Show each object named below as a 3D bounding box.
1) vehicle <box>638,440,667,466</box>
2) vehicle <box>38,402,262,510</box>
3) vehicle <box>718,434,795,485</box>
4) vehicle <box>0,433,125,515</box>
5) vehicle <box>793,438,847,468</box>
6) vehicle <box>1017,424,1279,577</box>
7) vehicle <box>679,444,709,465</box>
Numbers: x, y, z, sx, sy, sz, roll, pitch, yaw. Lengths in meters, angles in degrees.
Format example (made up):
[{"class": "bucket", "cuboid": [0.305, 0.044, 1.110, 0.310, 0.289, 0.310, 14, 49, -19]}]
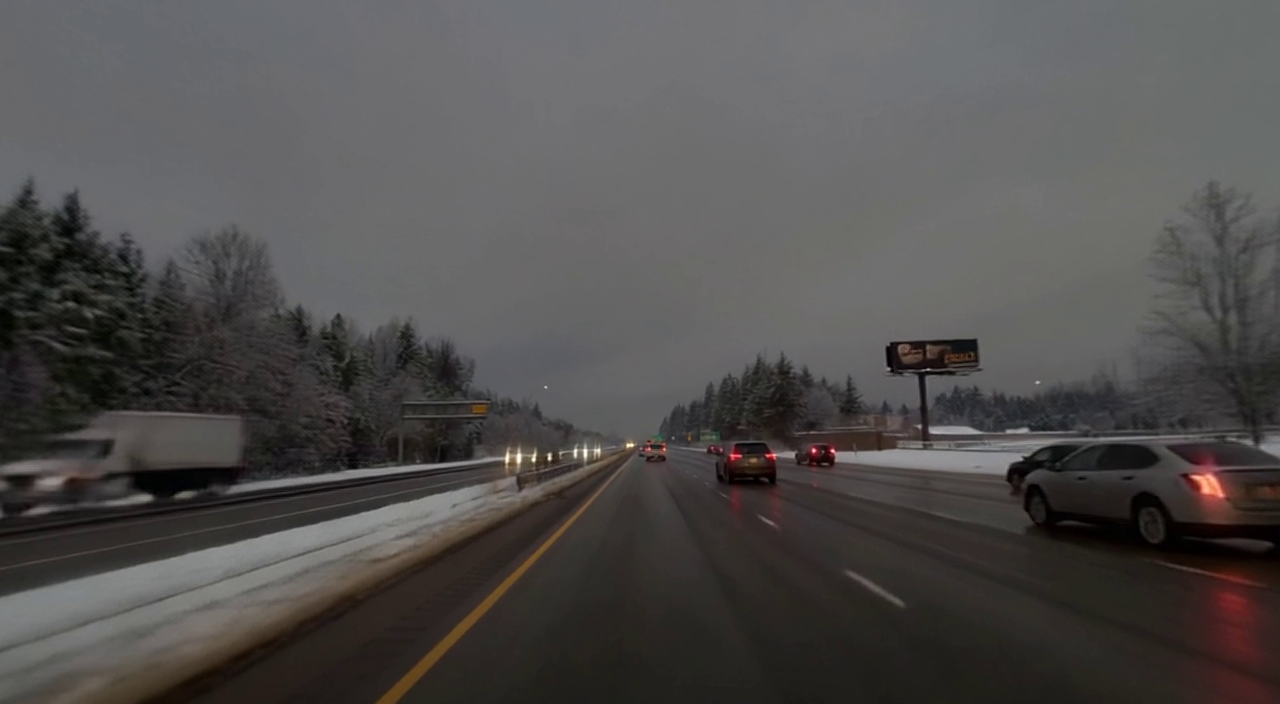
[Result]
[{"class": "vehicle", "cuboid": [0.899, 7.643, 47.815, 2.145, 1.832, 4.004, 0, -8, 0]}, {"class": "vehicle", "cuboid": [-20.930, 4.497, 27.961, 2.949, 3.979, 8.564, 0, -8, 0]}, {"class": "vehicle", "cuboid": [4.529, 4.233, 25.220, 2.075, 1.845, 4.667, 0, -8, -1]}, {"class": "vehicle", "cuboid": [-20.994, 4.266, 22.502, 2.555, 2.672, 2.949, -1, -8, 1]}, {"class": "vehicle", "cuboid": [11.361, 6.409, 40.192, 2.028, 1.801, 4.503, 0, -8, -1]}, {"class": "vehicle", "cuboid": [7.460, 1.837, 8.723, 1.807, 1.558, 4.352, 0, -8, 0]}, {"class": "vehicle", "cuboid": [4.227, 8.061, 49.647, 1.902, 1.532, 4.181, 0, -8, -1]}]
